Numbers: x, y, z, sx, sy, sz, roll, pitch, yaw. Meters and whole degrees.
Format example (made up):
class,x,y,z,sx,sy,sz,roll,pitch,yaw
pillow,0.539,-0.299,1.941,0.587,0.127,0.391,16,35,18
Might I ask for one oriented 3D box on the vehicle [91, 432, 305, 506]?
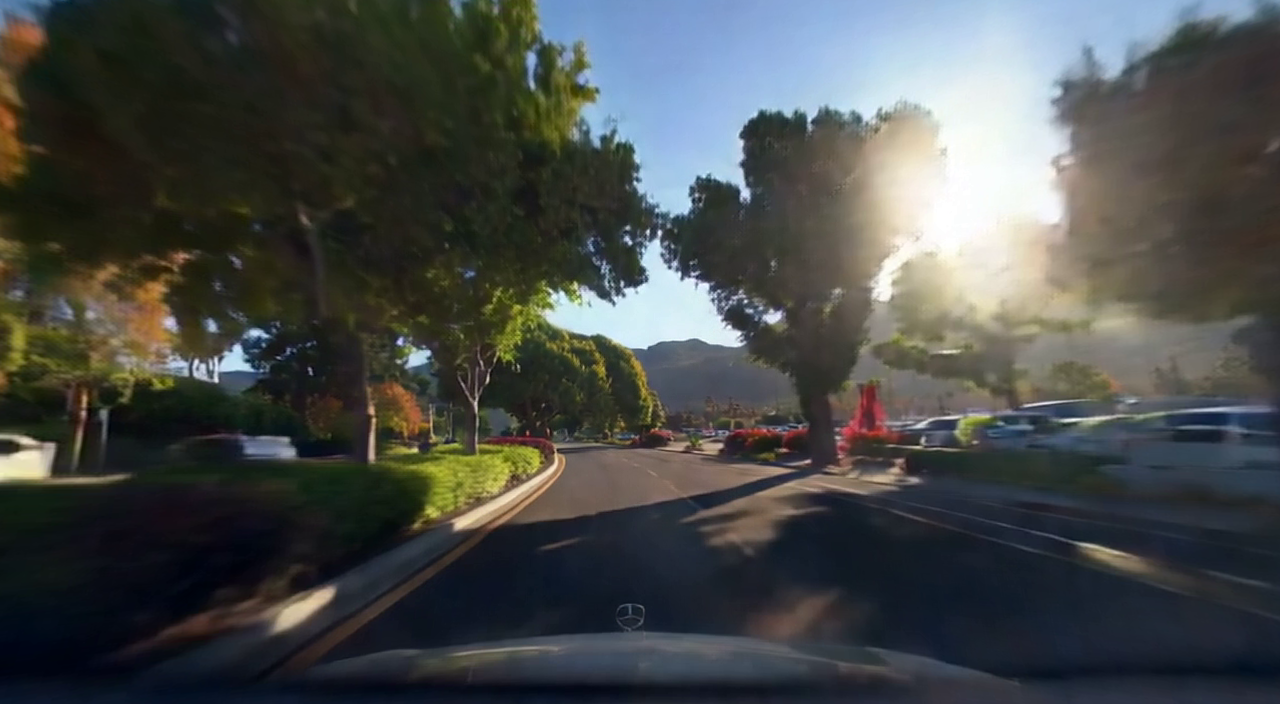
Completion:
class,x,y,z,sx,sy,sz,roll,pitch,yaw
vehicle,-10.105,2.688,14.989,1.953,1.458,4.544,0,-8,-3
